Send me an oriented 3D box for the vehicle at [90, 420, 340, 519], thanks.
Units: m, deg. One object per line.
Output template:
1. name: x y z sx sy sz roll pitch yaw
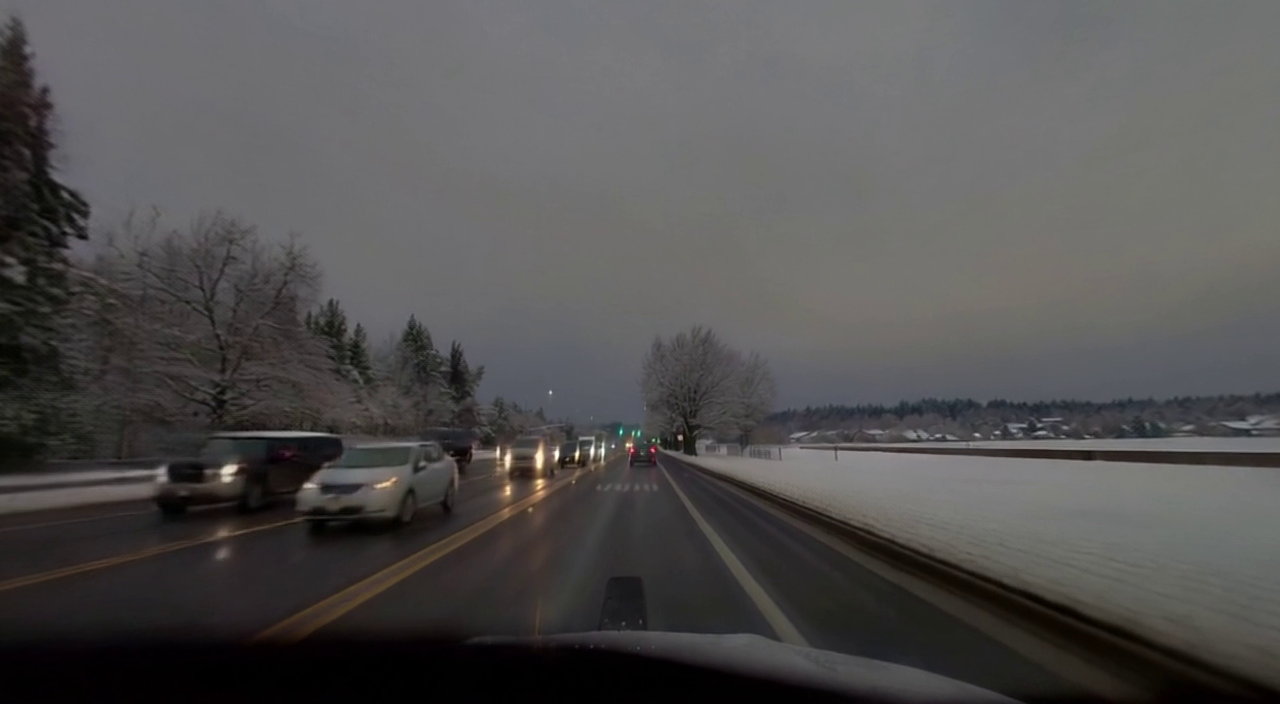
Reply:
1. vehicle: -8.397 2.357 13.146 1.959 1.668 4.557 -1 -8 1

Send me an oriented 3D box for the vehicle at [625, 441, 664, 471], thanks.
1. vehicle: 0.220 5.358 32.643 1.875 1.453 3.888 0 -8 0

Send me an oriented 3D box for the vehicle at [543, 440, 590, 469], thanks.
1. vehicle: -4.079 5.770 35.714 2.121 1.485 4.363 0 -8 0

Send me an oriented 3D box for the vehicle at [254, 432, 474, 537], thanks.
1. vehicle: -4.532 2.214 11.175 2.068 1.480 4.039 0 -8 0

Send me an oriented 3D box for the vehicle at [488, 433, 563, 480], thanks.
1. vehicle: -4.477 4.156 25.314 2.042 1.713 4.493 -1 -8 2
